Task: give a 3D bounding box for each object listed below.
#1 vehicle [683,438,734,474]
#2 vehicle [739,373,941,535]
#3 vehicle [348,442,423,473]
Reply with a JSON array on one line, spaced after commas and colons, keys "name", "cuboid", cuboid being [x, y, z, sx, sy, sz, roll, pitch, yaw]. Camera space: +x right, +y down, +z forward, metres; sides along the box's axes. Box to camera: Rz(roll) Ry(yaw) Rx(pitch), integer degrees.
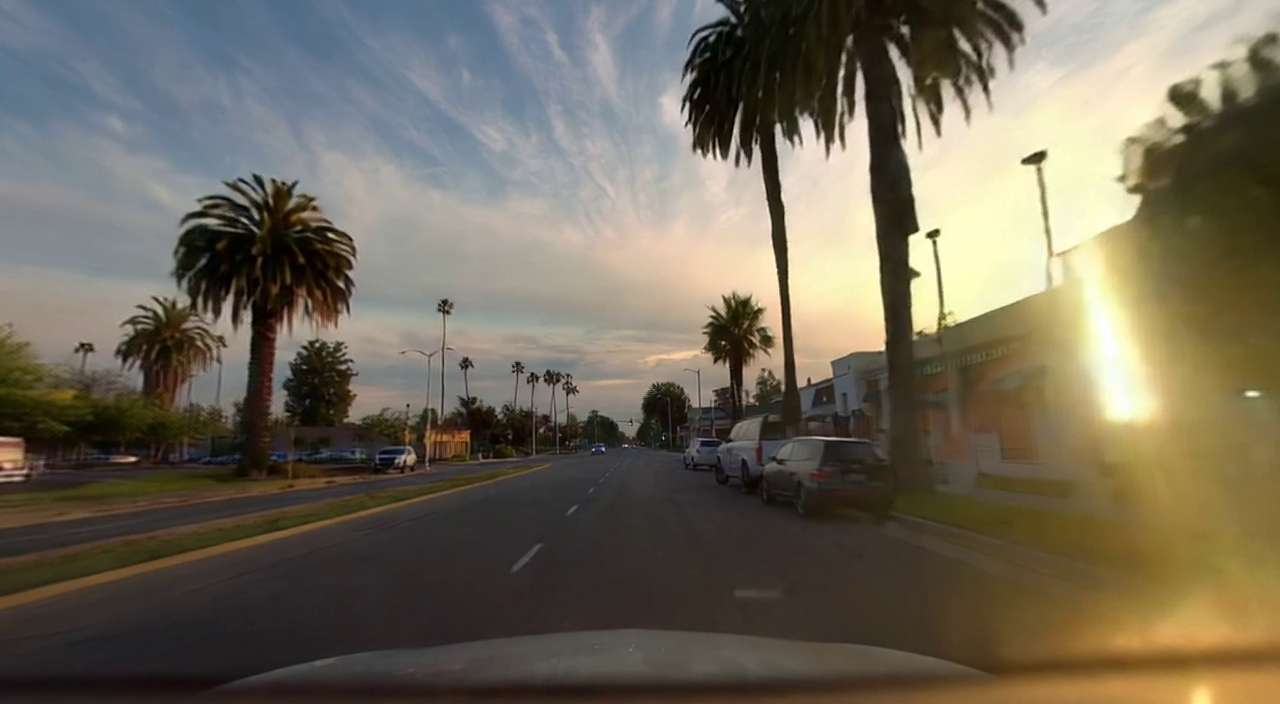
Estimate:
[{"name": "vehicle", "cuboid": [3.586, 5.529, 33.745, 2.138, 1.743, 4.363, 0, -9, -1]}, {"name": "vehicle", "cuboid": [3.606, 2.020, 12.872, 2.221, 2.552, 5.594, 0, -9, 0]}, {"name": "vehicle", "cuboid": [-19.484, 8.003, 48.178, 6.167, 2.125, 2.526, -7, -10, 38]}]
